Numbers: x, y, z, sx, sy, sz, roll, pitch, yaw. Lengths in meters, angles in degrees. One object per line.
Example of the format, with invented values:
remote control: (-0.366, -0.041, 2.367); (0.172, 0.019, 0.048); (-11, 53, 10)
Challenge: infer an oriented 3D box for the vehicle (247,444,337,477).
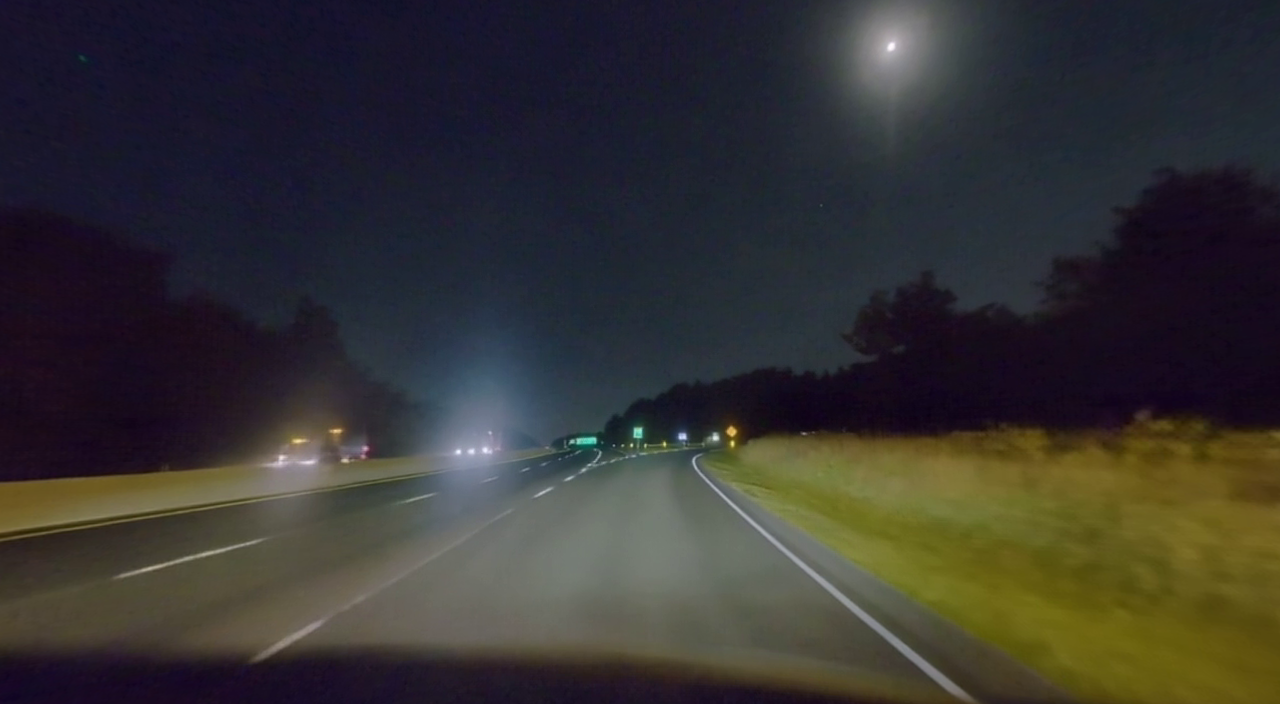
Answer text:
vehicle: (-16.933, 5.266, 30.837); (1.849, 1.500, 4.466); (0, -8, 0)
